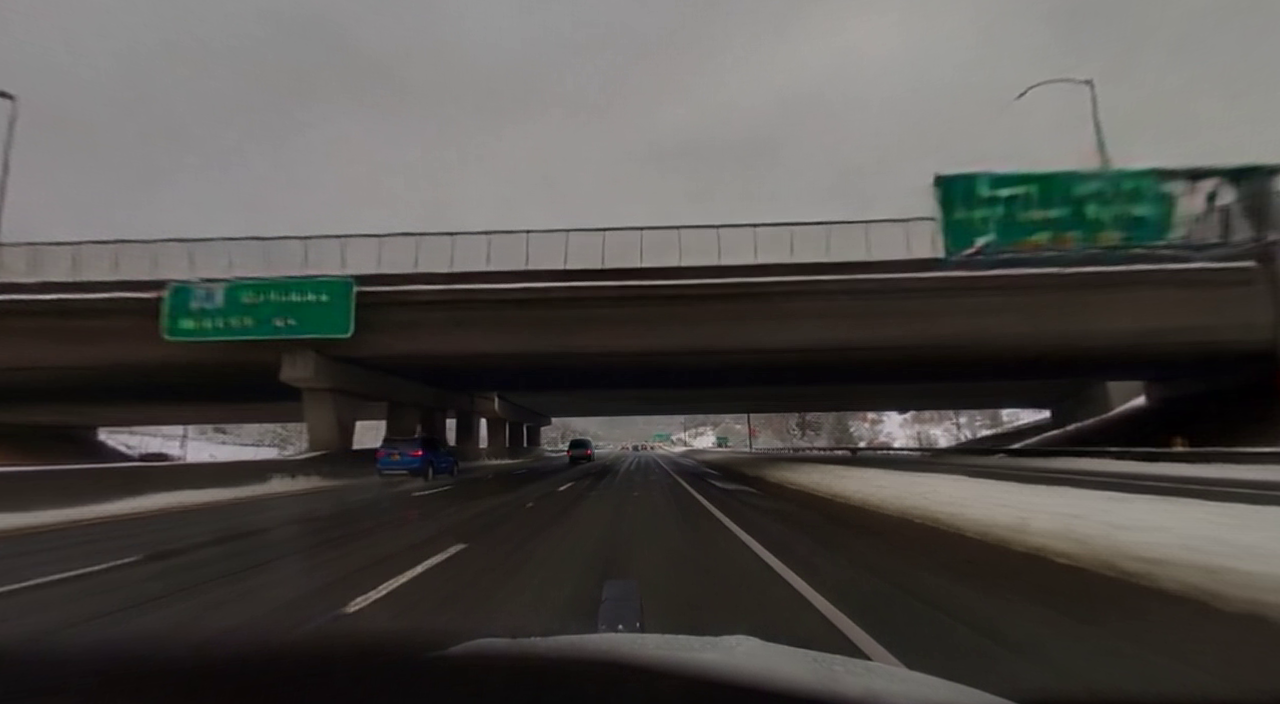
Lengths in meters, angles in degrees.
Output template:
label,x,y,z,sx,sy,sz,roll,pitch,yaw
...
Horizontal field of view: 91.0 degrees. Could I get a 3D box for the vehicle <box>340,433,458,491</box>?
label,x,y,z,sx,sy,sz,roll,pitch,yaw
vehicle,-7.896,3.625,21.190,2.092,1.712,4.627,0,-8,1

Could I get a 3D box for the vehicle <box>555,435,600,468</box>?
label,x,y,z,sx,sy,sz,roll,pitch,yaw
vehicle,-3.687,5.978,38.054,2.144,1.847,4.850,0,-8,1

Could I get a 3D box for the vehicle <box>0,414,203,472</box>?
label,x,y,z,sx,sy,sz,roll,pitch,yaw
vehicle,-41.288,7.147,49.309,2.851,3.802,15.642,0,-8,0
